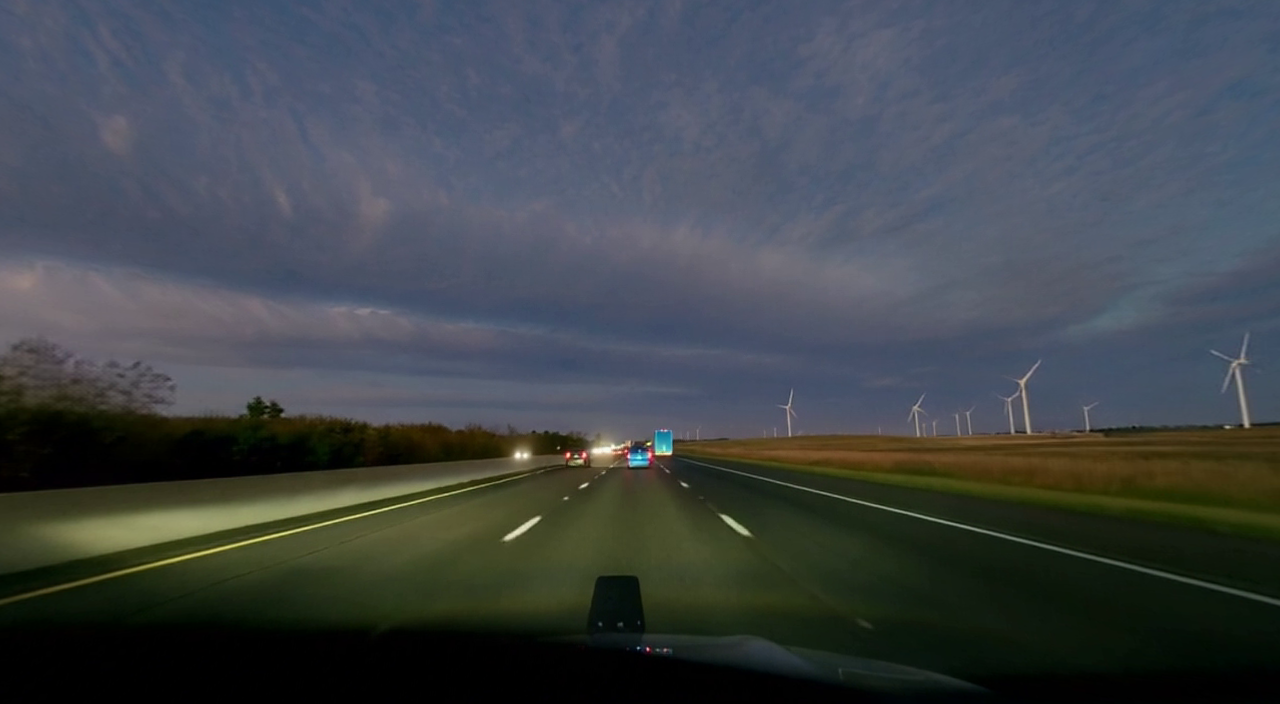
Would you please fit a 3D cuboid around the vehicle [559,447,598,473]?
[{"bbox_3d":[-3.809,6.726,39.424,1.984,1.491,4.341,0,-9,0],"label":"vehicle"}]

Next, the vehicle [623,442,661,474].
[{"bbox_3d":[0.106,6.114,36.473,2.083,1.689,4.083,0,-9,0],"label":"vehicle"}]
